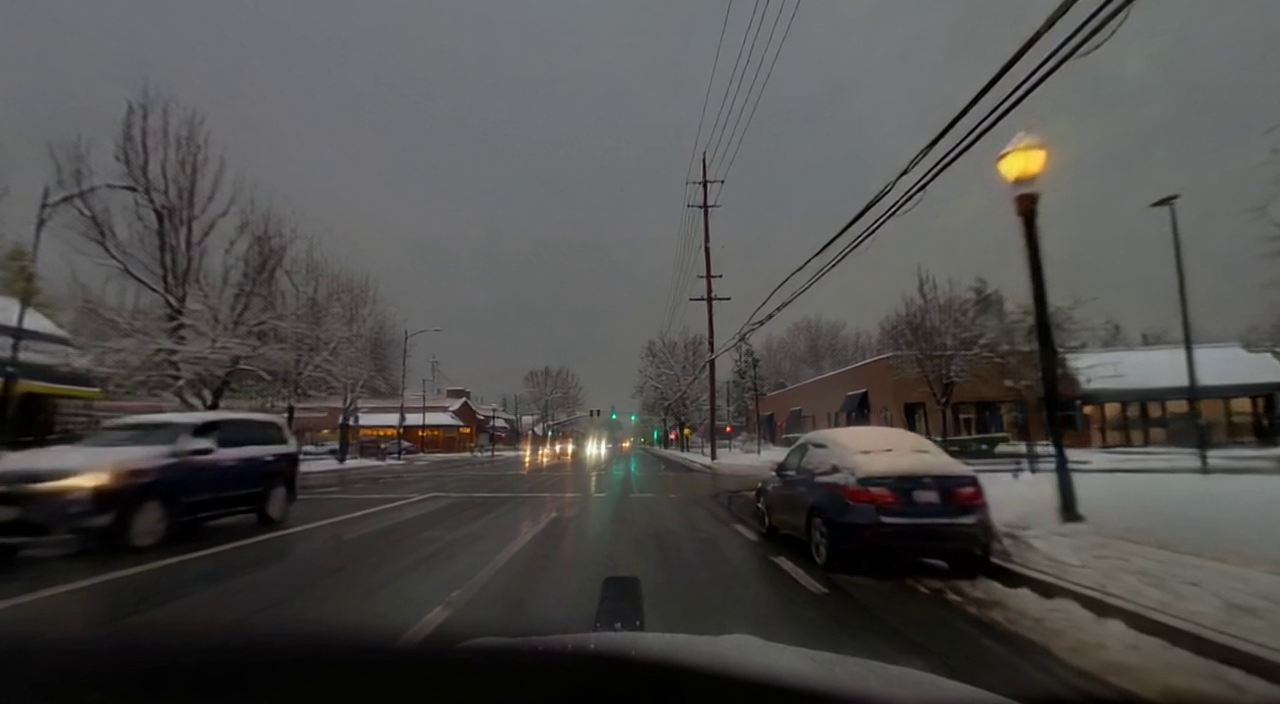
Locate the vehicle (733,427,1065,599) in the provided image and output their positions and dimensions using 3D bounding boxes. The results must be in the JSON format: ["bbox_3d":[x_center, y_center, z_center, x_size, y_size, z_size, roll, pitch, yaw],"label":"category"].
[{"bbox_3d":[2.644,1.754,7.942,2.034,1.491,4.618,0,-8,-3],"label":"vehicle"}]

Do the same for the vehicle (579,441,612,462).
[{"bbox_3d":[-3.226,7.339,46.559,2.122,1.469,4.388,0,-8,0],"label":"vehicle"}]

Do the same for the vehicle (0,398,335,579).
[{"bbox_3d":[-6.704,1.728,8.877,2.371,1.800,4.987,0,-8,-1],"label":"vehicle"}]
